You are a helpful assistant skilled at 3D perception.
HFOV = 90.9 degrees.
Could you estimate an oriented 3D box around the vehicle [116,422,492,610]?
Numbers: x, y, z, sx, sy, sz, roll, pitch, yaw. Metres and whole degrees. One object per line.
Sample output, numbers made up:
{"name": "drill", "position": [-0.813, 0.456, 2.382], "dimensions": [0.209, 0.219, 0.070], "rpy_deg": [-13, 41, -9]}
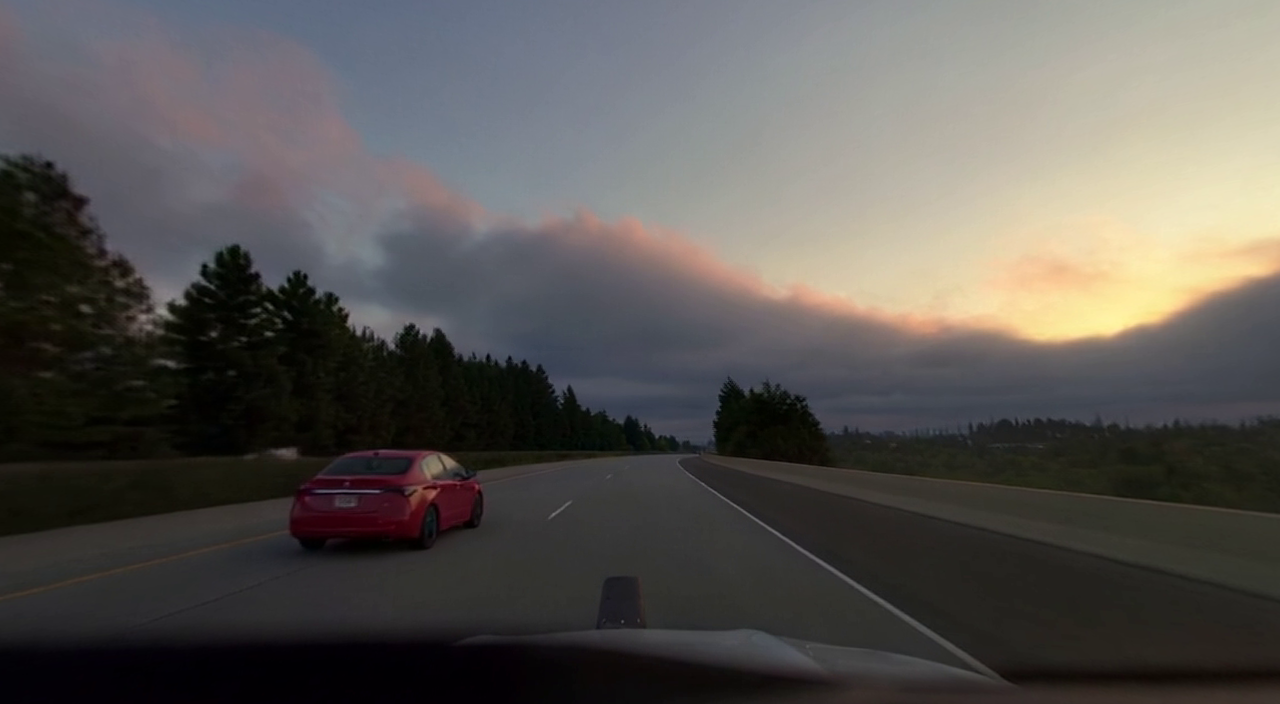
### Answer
{"name": "vehicle", "position": [-3.187, 1.633, 7.172], "dimensions": [1.934, 1.486, 4.115], "rpy_deg": [0, -9, 1]}
